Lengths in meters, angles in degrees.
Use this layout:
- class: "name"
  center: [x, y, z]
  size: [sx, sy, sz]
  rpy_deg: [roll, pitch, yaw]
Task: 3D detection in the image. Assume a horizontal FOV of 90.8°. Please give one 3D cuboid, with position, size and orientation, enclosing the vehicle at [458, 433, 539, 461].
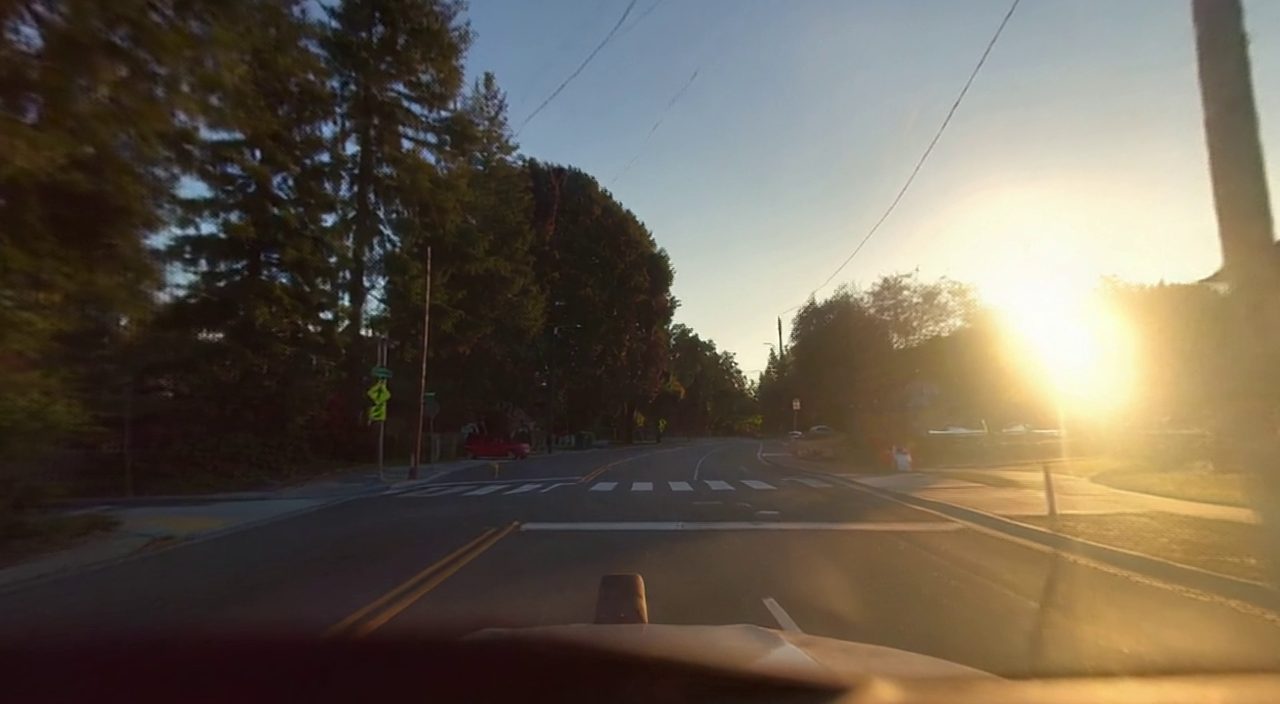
- class: "vehicle"
  center: [-8.564, 5.761, 38.293]
  size: [4.377, 1.596, 1.836]
  rpy_deg: [-2, -9, 14]
